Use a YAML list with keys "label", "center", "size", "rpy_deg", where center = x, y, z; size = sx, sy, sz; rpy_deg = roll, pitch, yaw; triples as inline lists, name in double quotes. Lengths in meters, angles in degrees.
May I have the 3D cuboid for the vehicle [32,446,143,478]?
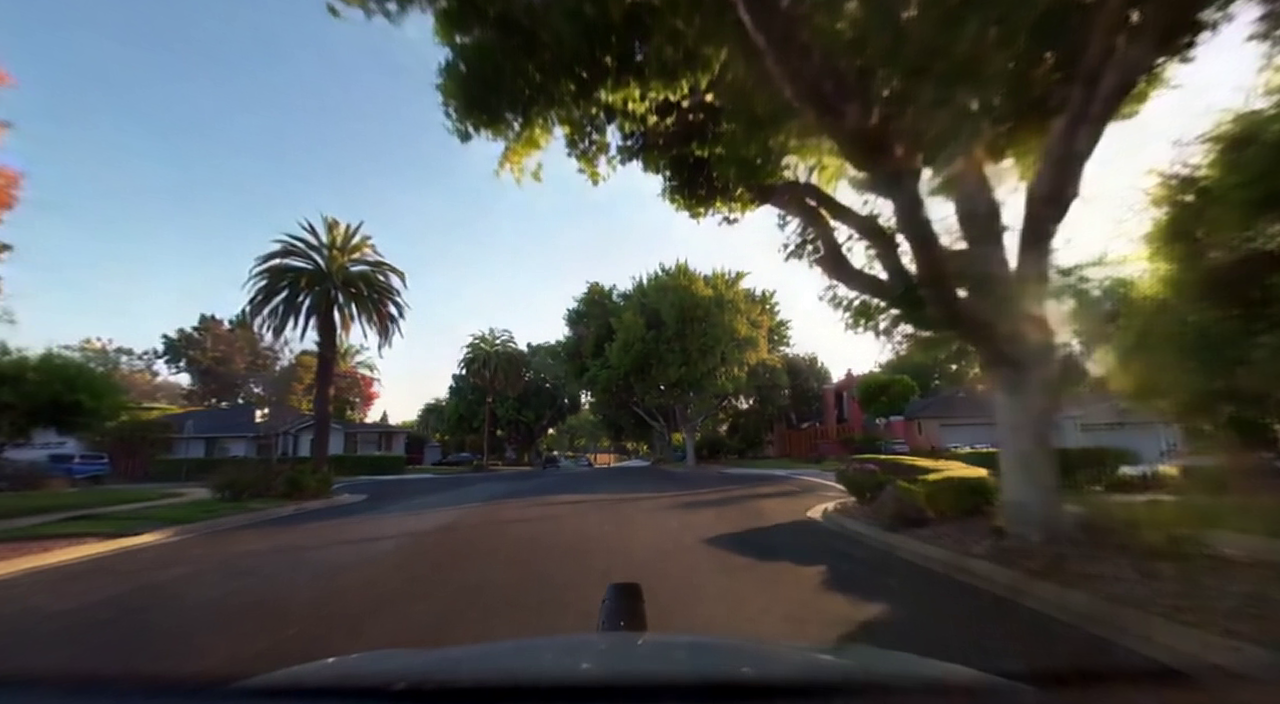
- label: "vehicle"
  center: [-30.216, 6.049, 34.677]
  size: [4.023, 1.692, 2.024]
  rpy_deg: [0, -10, -2]
